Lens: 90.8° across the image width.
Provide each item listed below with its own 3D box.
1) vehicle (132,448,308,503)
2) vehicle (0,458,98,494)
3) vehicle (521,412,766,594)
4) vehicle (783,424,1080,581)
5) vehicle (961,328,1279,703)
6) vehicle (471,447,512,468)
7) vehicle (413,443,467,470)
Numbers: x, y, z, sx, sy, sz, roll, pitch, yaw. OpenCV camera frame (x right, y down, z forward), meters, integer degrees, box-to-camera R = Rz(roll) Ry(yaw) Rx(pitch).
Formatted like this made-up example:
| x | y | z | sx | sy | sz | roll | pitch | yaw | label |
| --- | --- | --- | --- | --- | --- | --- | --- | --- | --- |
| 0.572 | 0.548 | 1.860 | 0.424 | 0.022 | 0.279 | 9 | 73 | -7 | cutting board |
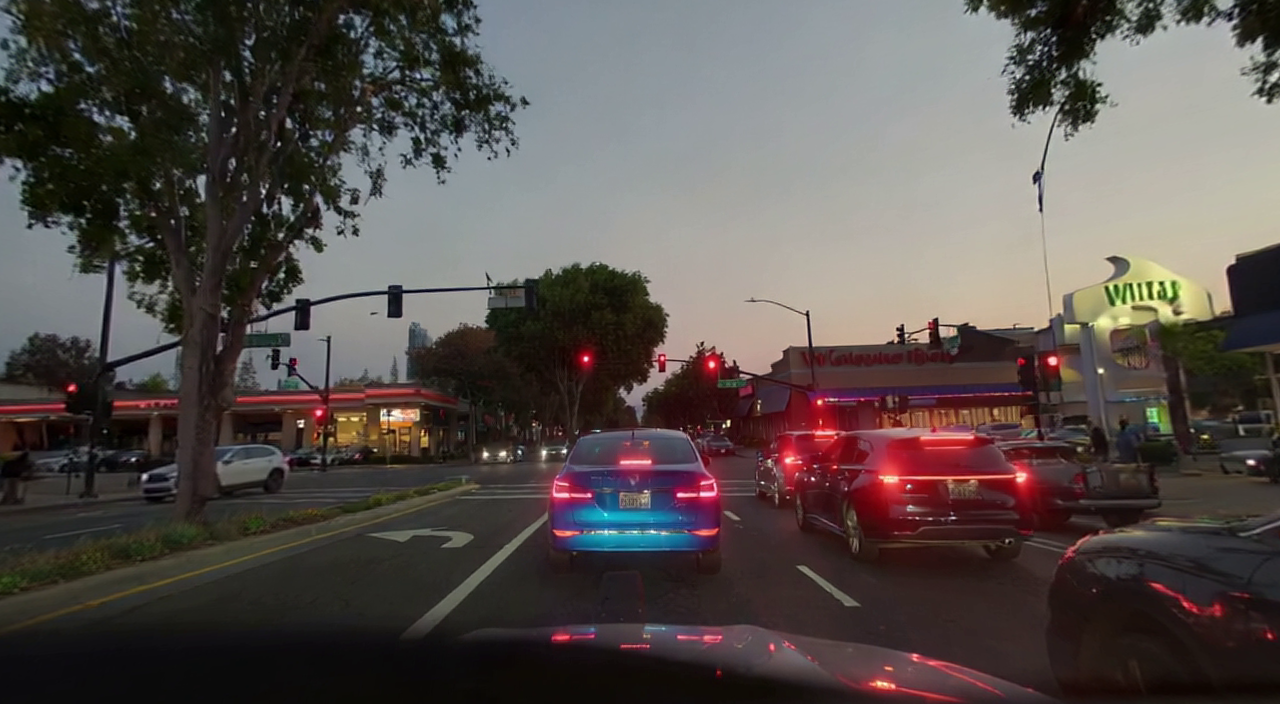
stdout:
| x | y | z | sx | sy | sz | roll | pitch | yaw | label |
| --- | --- | --- | --- | --- | --- | --- | --- | --- | --- |
| -13.927 | 4.046 | 21.218 | 2.269 | 1.604 | 4.265 | -6 | -10 | 31 | vehicle |
| -27.235 | 5.493 | 28.062 | 4.285 | 1.427 | 1.883 | 3 | -9 | -23 | vehicle |
| 0.006 | 1.617 | 7.514 | 2.154 | 1.577 | 3.723 | 0 | -9 | -1 | vehicle |
| 3.321 | 1.780 | 8.293 | 1.865 | 1.496 | 4.170 | 0 | -9 | 0 | vehicle |
| 2.984 | 0.708 | 1.568 | 2.075 | 1.661 | 4.401 | 0 | -9 | 1 | vehicle |
| -11.273 | 7.999 | 48.248 | 2.099 | 1.478 | 4.411 | 0 | -9 | 0 | vehicle |
| -15.076 | 7.889 | 48.044 | 2.395 | 1.903 | 4.860 | -1 | -9 | 2 | vehicle |
